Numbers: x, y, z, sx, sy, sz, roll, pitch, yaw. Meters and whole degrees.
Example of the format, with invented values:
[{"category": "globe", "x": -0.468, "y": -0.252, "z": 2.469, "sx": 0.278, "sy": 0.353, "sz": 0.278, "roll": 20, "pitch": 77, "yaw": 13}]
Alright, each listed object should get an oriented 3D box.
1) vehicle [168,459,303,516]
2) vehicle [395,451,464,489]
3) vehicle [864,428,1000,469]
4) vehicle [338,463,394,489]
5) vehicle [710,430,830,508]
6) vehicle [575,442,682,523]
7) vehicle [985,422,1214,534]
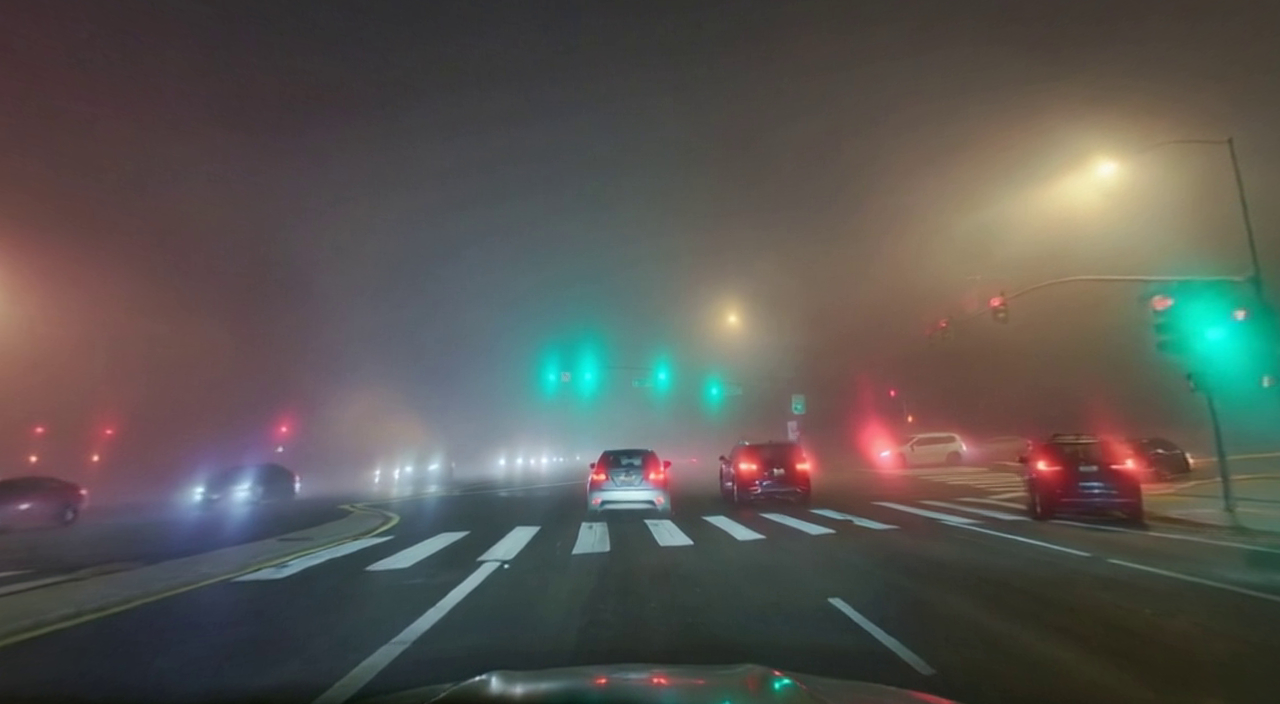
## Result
[{"category": "vehicle", "x": -14.827, "y": 4.946, "z": 23.542, "sx": 1.908, "sy": 1.797, "sz": 4.620, "roll": 0, "pitch": -9, "yaw": 1}, {"category": "vehicle", "x": -11.191, "y": 6.280, "z": 33.974, "sx": 2.078, "sy": 1.795, "sz": 4.636, "roll": 0, "pitch": -8, "yaw": 1}, {"category": "vehicle", "x": 15.144, "y": 5.085, "z": 33.238, "sx": 6.013, "sy": 2.030, "sz": 2.461, "roll": -2, "pitch": -9, "yaw": 12}, {"category": "vehicle", "x": -18.259, "y": 8.283, "z": 42.307, "sx": 1.840, "sy": 1.511, "sz": 4.229, "roll": 0, "pitch": -9, "yaw": 0}, {"category": "vehicle", "x": 3.251, "y": 3.027, "z": 16.861, "sx": 2.107, "sy": 1.773, "sz": 4.557, "roll": 0, "pitch": -9, "yaw": -2}, {"category": "vehicle", "x": -0.263, "y": 2.783, "z": 14.056, "sx": 2.034, "sy": 1.500, "sz": 3.966, "roll": 0, "pitch": -9, "yaw": -1}, {"category": "vehicle", "x": 8.575, "y": 2.347, "z": 12.390, "sx": 2.039, "sy": 1.760, "sz": 4.319, "roll": -2, "pitch": -9, "yaw": 14}]
